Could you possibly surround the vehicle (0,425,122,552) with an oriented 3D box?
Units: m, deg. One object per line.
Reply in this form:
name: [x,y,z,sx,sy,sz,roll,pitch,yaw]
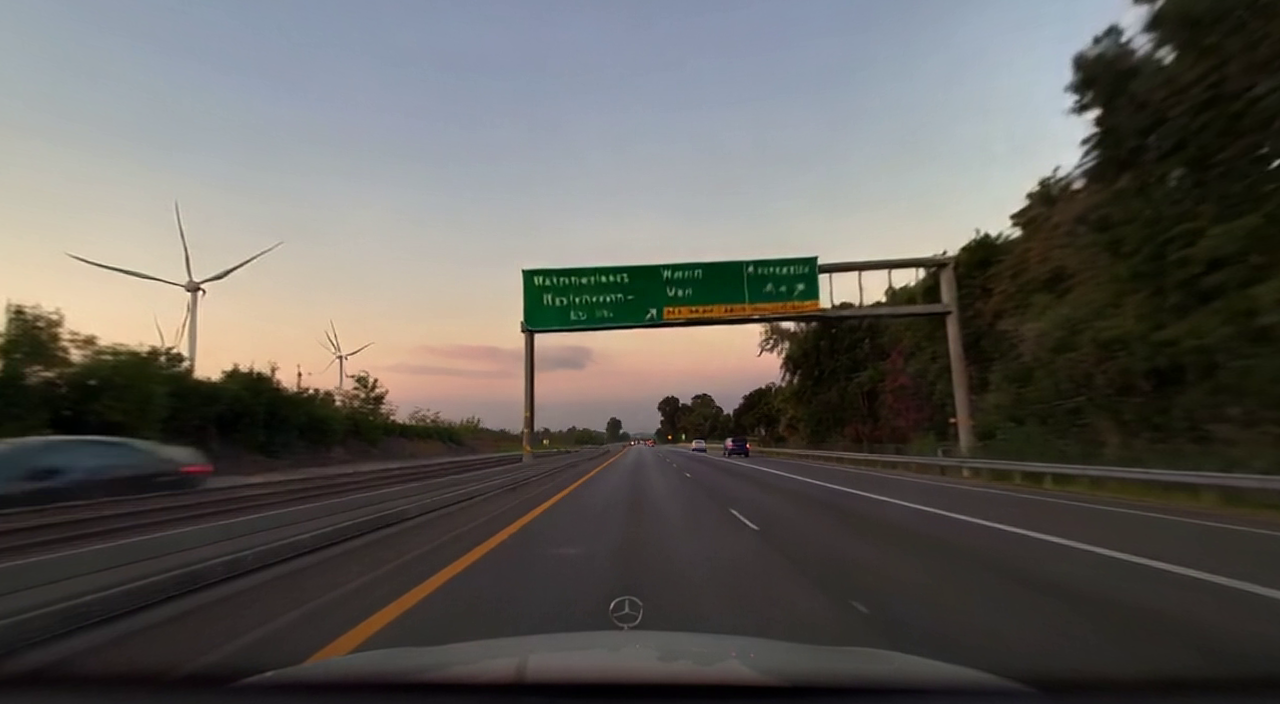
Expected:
vehicle: [-8.672,1.598,7.324,1.913,1.513,3.912,1,-9,0]
